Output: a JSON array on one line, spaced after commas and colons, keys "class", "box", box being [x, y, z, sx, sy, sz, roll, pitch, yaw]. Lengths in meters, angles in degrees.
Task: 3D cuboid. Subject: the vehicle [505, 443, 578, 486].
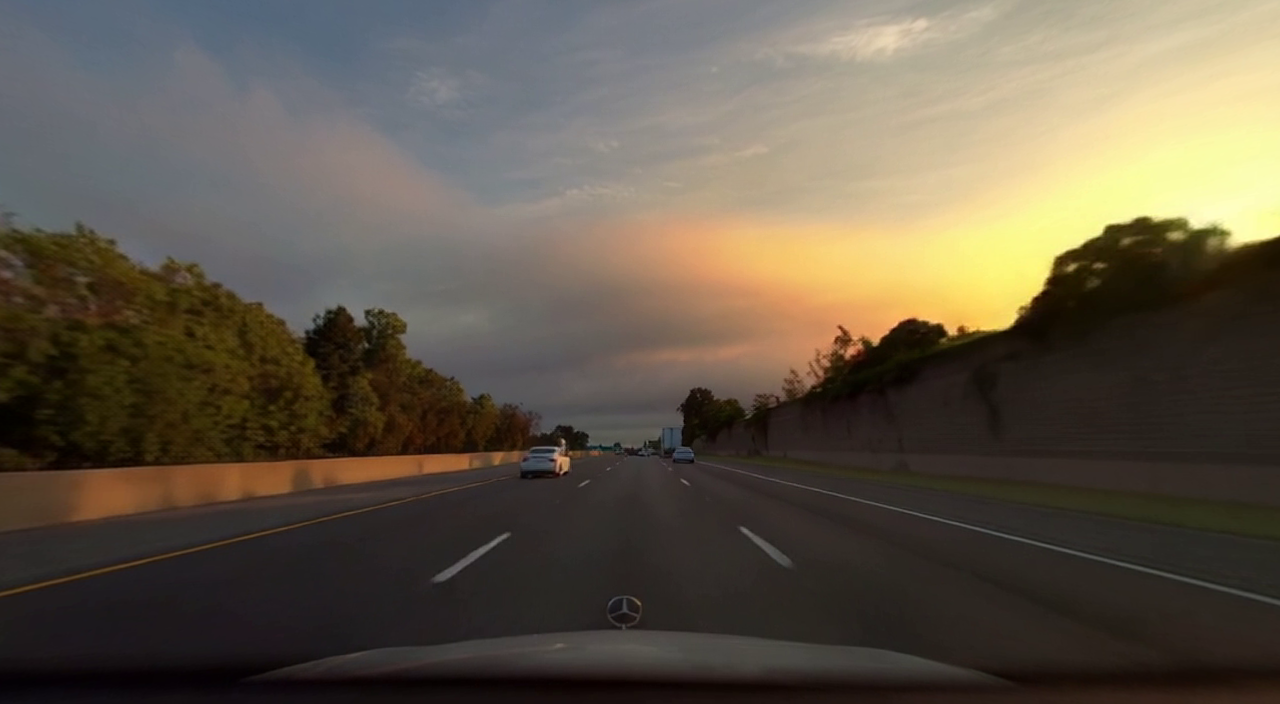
[{"class": "vehicle", "box": [-3.943, 4.625, 26.247, 2.129, 1.559, 5.272, 0, -9, 1]}]
